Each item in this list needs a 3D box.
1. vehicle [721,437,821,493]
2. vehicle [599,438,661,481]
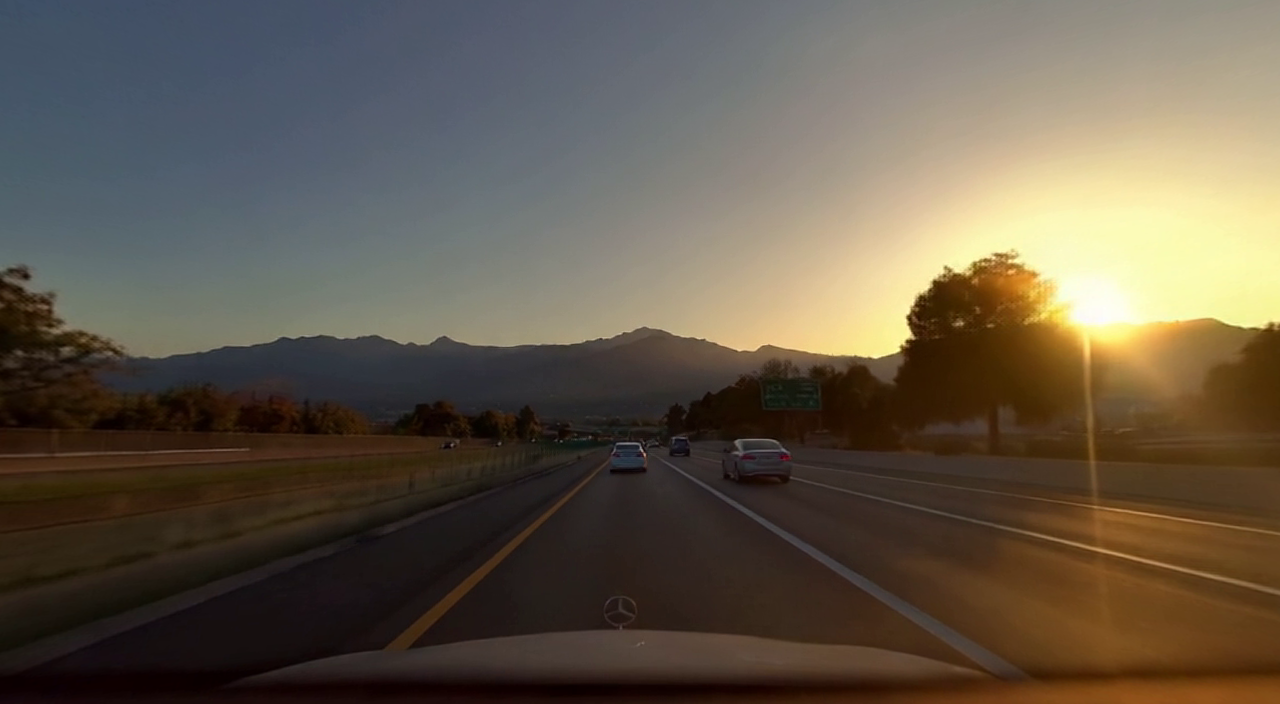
[{"bbox_3d":[3.735,3.285,18.711,1.957,1.447,4.241,0,-8,-2],"label":"vehicle"},{"bbox_3d":[-0.350,3.944,23.291,2.085,1.449,3.860,0,-8,0],"label":"vehicle"}]
